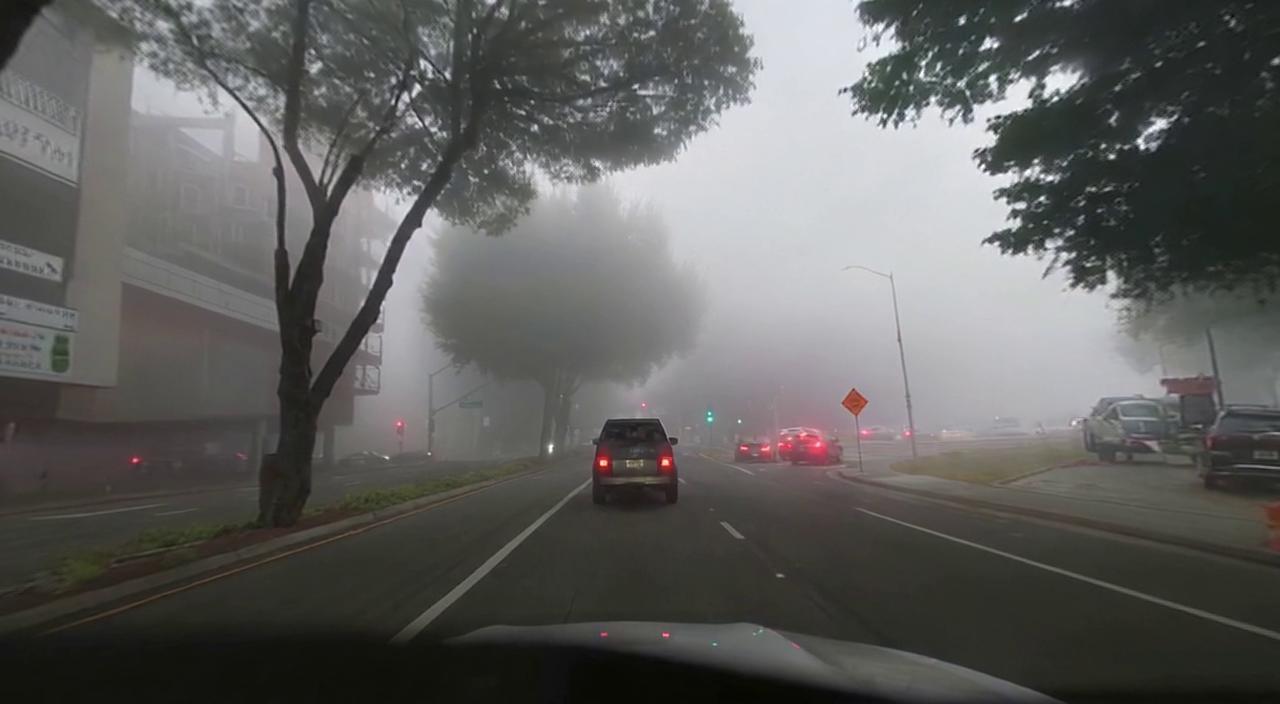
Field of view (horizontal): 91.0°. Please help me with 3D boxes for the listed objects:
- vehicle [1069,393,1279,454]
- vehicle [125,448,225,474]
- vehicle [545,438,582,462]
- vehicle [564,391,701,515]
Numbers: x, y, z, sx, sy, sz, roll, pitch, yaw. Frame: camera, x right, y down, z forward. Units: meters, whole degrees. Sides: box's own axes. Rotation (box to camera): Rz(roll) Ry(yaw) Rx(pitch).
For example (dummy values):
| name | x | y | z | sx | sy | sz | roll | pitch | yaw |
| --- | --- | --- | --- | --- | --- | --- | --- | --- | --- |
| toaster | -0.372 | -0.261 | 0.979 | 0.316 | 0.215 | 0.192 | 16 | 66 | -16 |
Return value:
| name | x | y | z | sx | sy | sz | roll | pitch | yaw |
| --- | --- | --- | --- | --- | --- | --- | --- | --- | --- |
| vehicle | 14.806 | 2.015 | 17.194 | 4.986 | 1.467 | 2.025 | -6 | -10 | 34 |
| vehicle | -36.048 | 8.425 | 48.948 | 5.755 | 1.945 | 2.403 | 0 | -8 | -1 |
| vehicle | -5.920 | 7.612 | 49.105 | 2.068 | 1.750 | 4.361 | -1 | -8 | 3 |
| vehicle | -0.277 | 2.158 | 13.798 | 2.350 | 2.122 | 5.801 | 0 | -8 | -3 |
